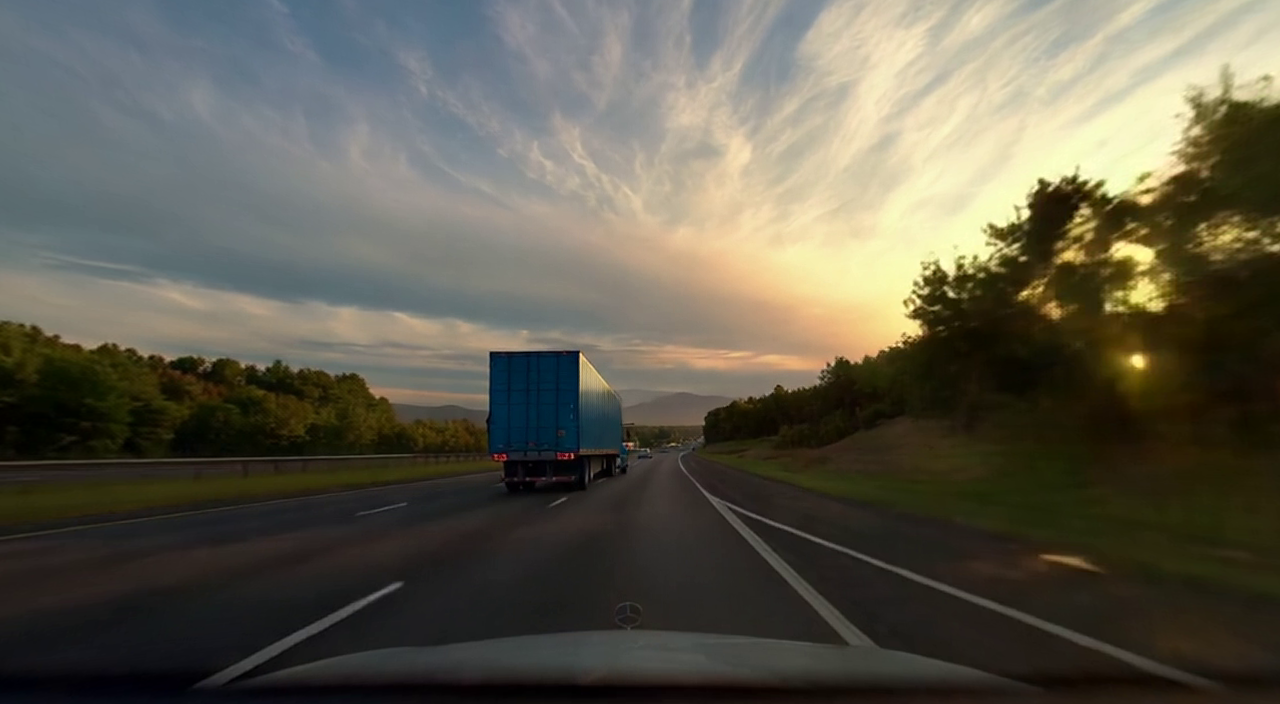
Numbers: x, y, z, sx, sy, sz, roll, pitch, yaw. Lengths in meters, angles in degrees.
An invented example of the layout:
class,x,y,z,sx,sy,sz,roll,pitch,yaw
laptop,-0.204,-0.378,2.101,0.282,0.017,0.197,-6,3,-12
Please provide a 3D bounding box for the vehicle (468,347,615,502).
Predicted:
class,x,y,z,sx,sy,sz,roll,pitch,yaw
vehicle,-2.871,3.005,23.932,2.851,4.098,14.436,0,-9,2
